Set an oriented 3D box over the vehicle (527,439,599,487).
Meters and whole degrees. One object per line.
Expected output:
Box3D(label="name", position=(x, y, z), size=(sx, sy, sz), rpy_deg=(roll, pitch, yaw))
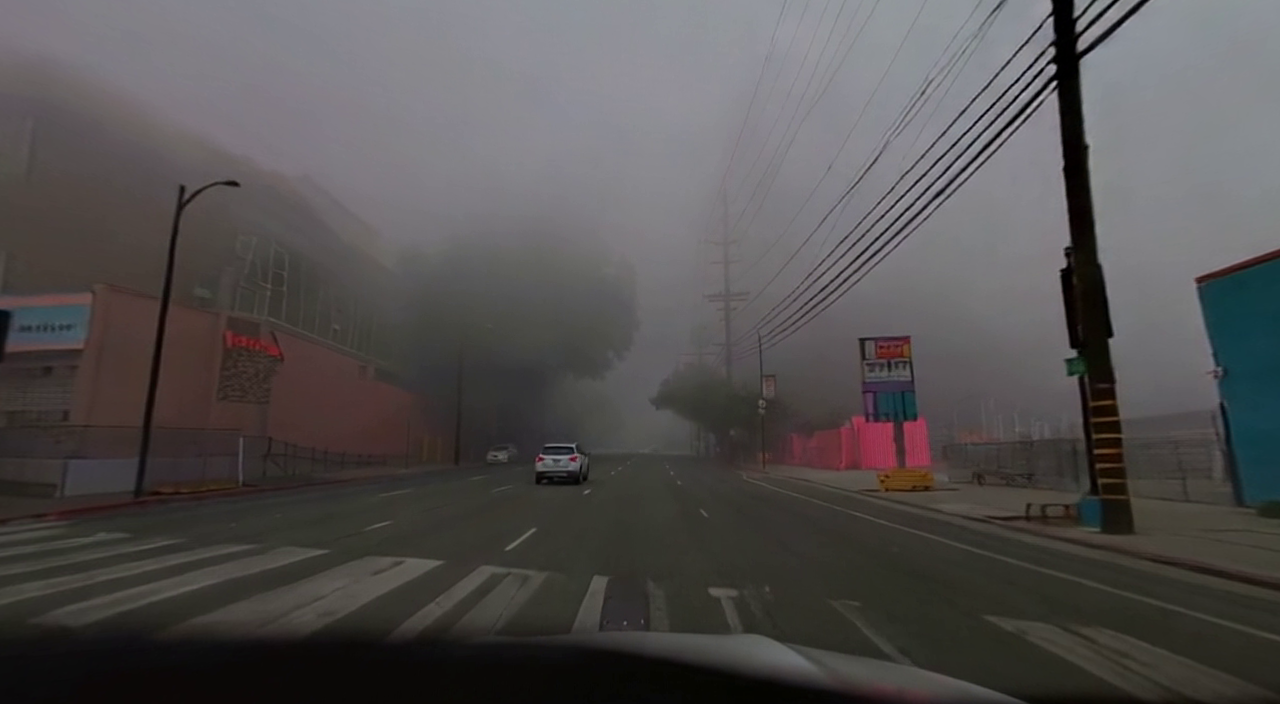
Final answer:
Box3D(label="vehicle", position=(-2.760, 4.110, 23.719), size=(2.036, 1.589, 4.549), rpy_deg=(0, -9, 1))
